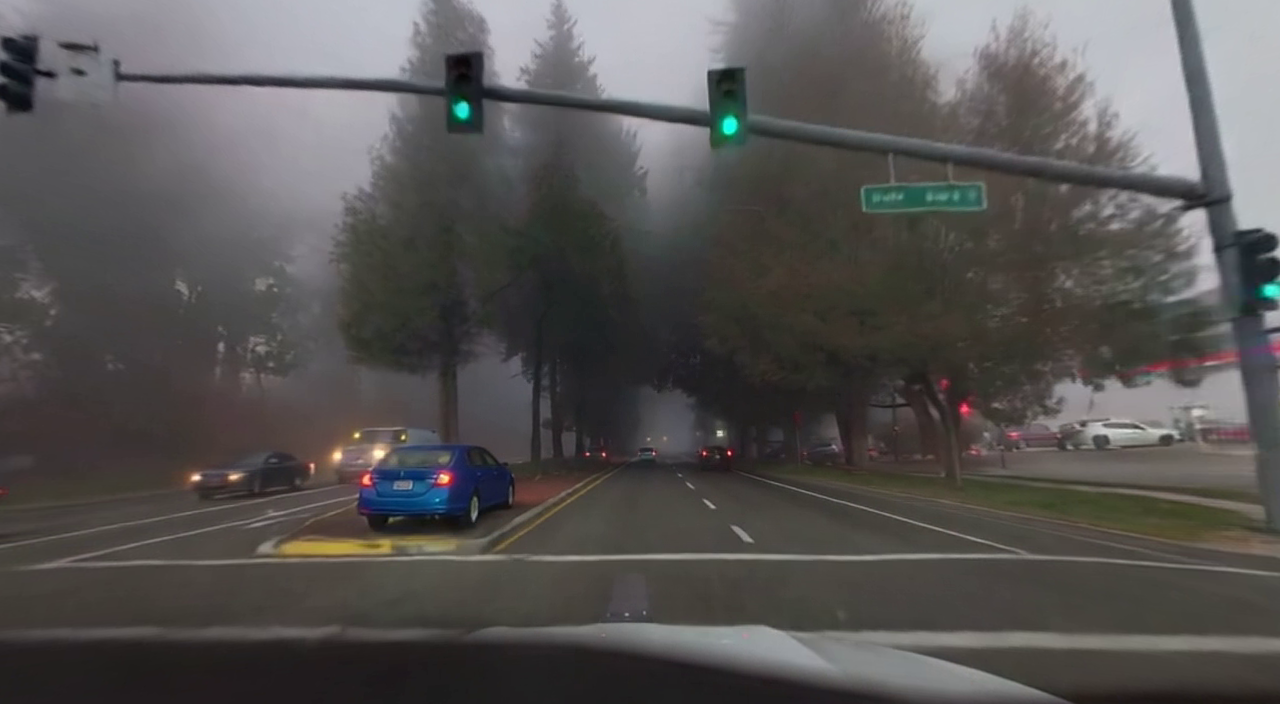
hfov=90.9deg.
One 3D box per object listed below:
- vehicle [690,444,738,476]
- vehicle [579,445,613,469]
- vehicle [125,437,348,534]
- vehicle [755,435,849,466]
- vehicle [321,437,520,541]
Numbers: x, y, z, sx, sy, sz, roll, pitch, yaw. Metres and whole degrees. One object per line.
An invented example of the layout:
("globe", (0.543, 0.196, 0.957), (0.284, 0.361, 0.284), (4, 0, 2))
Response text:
("vehicle", (3.588, 5.319, 31.315), (1.883, 1.465, 3.975), (0, -8, 0))
("vehicle", (-2.852, 6.900, 41.715), (1.841, 1.474, 4.038), (0, -8, 2))
("vehicle", (-8.351, 2.734, 13.655), (1.922, 1.660, 4.332), (-3, -8, 1))
("vehicle", (11.205, 6.880, 43.994), (5.931, 1.872, 2.264), (-3, -9, 4))
("vehicle", (-3.580, 2.302, 11.307), (1.803, 1.463, 4.422), (-1, -8, 3))
